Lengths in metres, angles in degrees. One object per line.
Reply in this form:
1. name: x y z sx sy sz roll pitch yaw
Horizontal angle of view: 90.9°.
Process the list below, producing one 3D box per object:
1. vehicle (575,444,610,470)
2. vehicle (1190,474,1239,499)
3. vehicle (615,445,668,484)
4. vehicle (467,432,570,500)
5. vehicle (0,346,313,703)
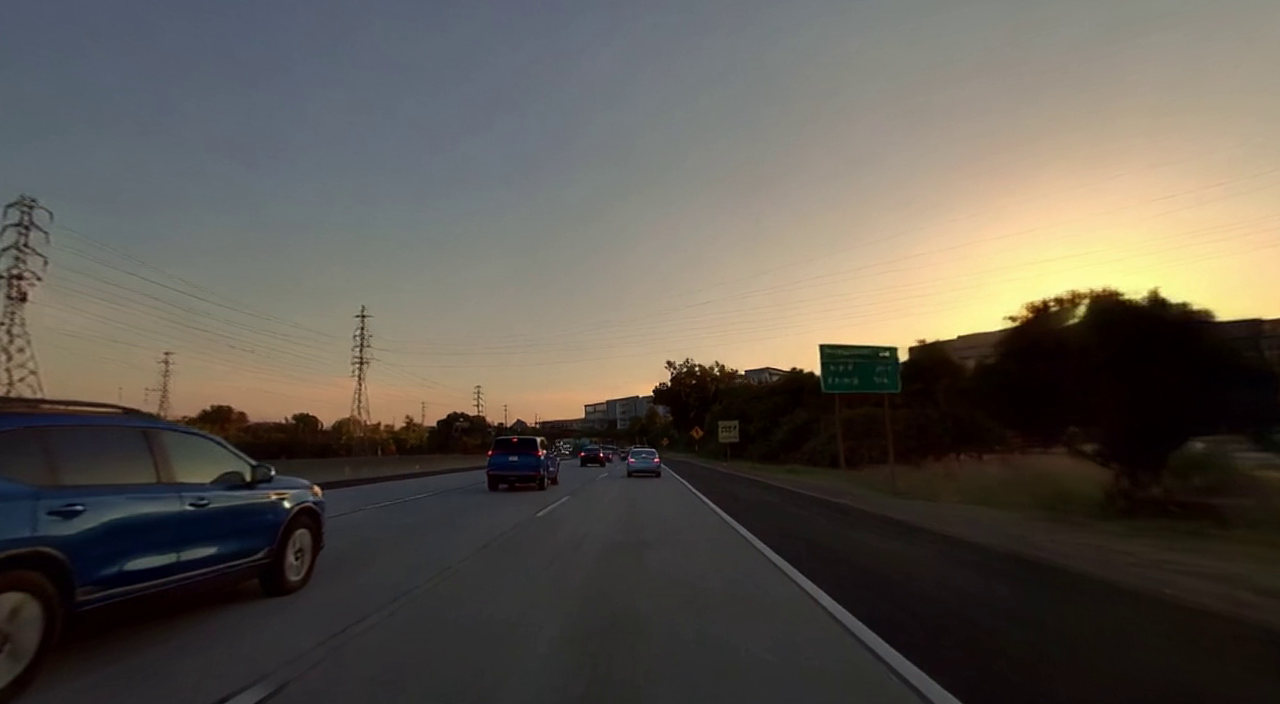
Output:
1. vehicle: -3.337 7.430 44.725 1.993 1.717 4.321 -1 -8 2
2. vehicle: 39.780 9.249 43.642 4.203 1.418 1.942 8 -12 -42
3. vehicle: 0.058 4.668 26.526 2.047 1.473 3.978 0 -8 0
4. vehicle: -3.547 3.426 19.346 2.133 1.789 4.518 -1 -8 2
5. vehicle: -4.236 0.938 3.281 2.198 1.848 5.346 0 -8 0
